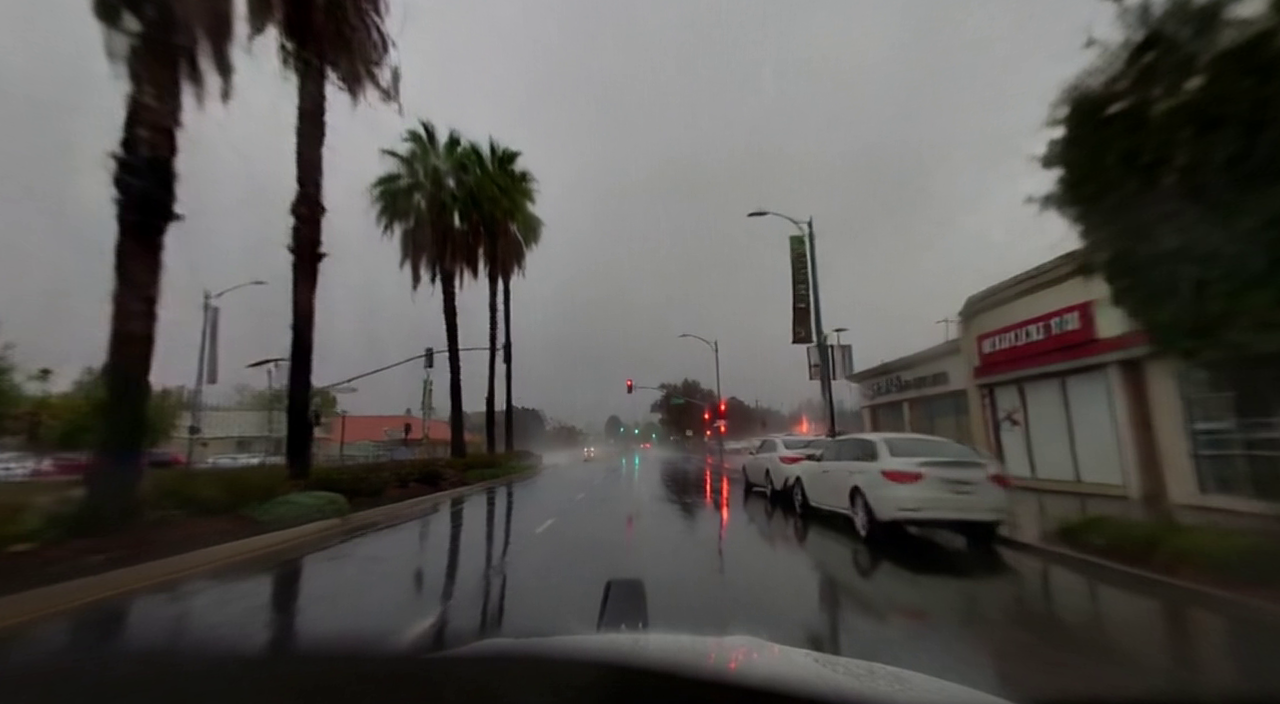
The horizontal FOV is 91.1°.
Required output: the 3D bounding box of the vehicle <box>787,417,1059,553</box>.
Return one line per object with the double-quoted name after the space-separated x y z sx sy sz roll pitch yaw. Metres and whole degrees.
4.077 2.012 10.179 2.089 1.652 4.668 1 -9 -2 "vehicle"
